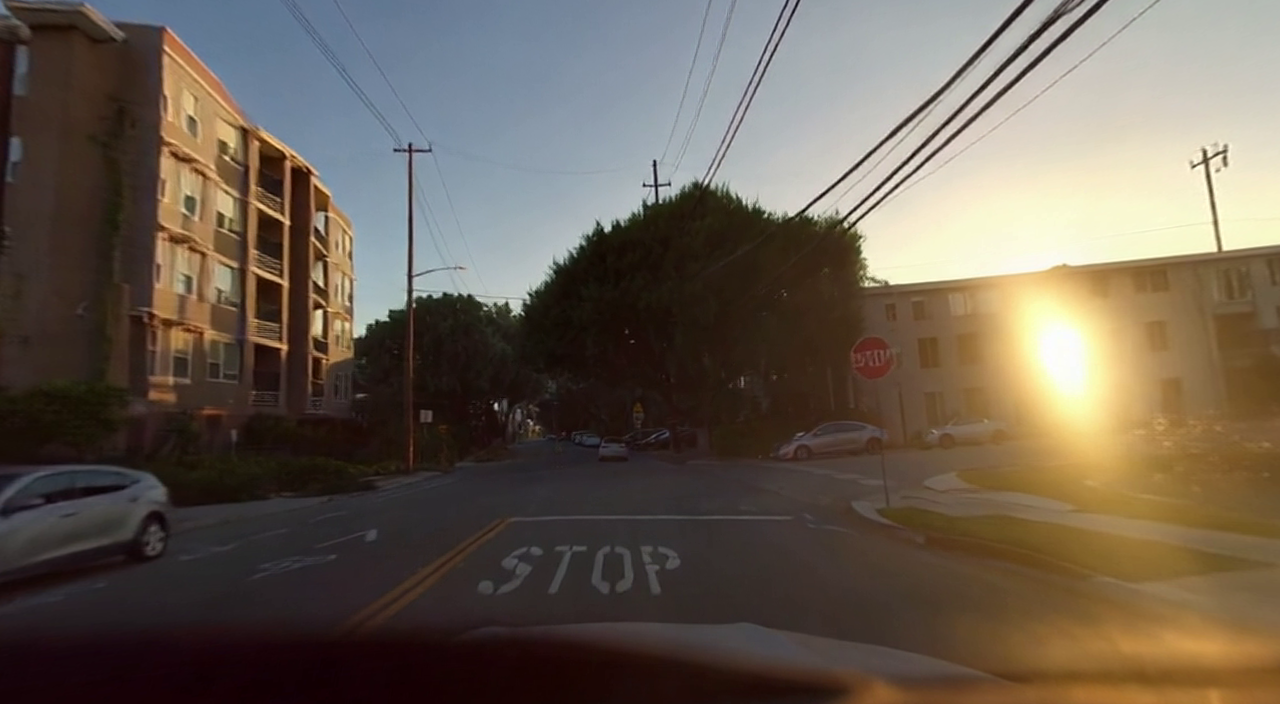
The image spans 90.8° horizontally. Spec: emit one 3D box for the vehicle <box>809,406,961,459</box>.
[{"bbox_3d":[9.102,3.055,23.772,4.790,1.872,2.155,1,-9,-4],"label":"vehicle"}]

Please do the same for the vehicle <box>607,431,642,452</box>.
[{"bbox_3d":[-1.190,6.673,46.883,1.918,1.475,4.060,2,-9,-12],"label":"vehicle"}]

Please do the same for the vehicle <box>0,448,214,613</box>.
[{"bbox_3d":[-7.072,1.891,6.867,1.922,1.505,4.502,-3,-8,-2],"label":"vehicle"}]
